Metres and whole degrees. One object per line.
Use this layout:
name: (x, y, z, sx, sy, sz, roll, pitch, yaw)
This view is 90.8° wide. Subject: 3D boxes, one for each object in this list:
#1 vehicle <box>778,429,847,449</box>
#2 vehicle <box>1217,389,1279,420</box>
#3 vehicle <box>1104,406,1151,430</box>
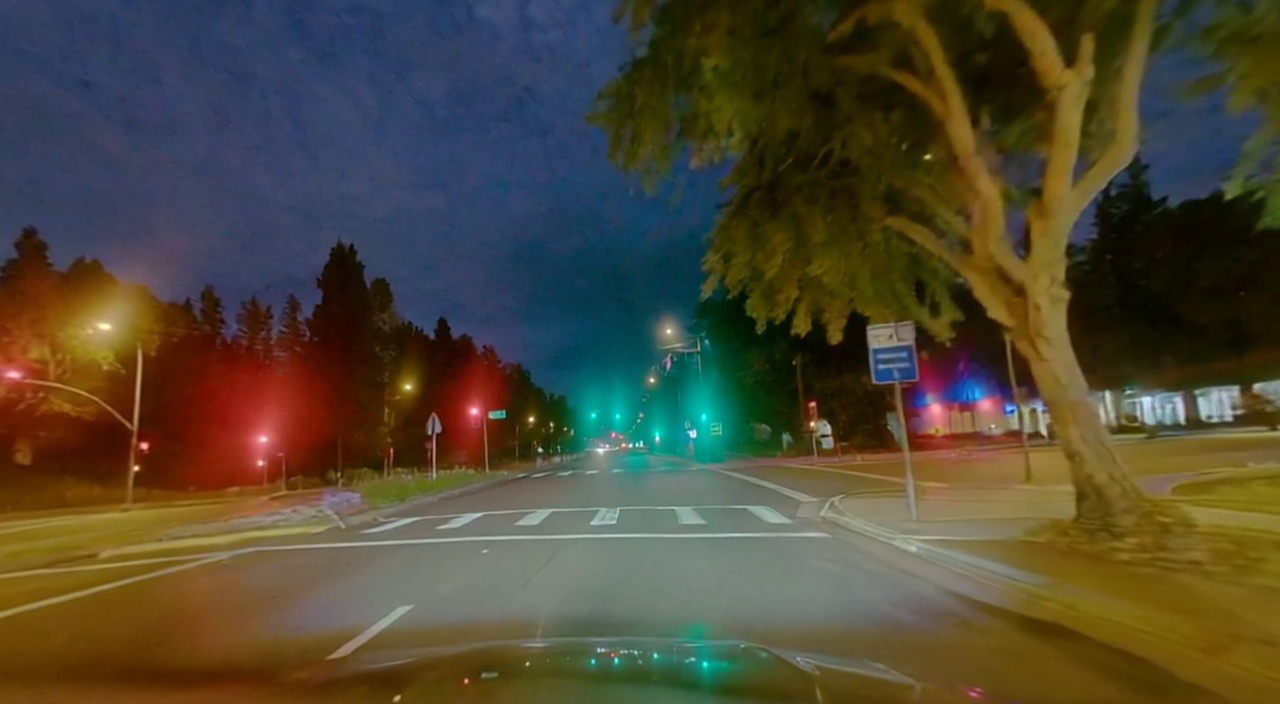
vehicle: (13.606, 6.905, 49.868, 4.803, 1.510, 1.927, -6, -10, 33)
vehicle: (43.540, 3.779, 45.336, 2.215, 1.897, 5.594, -10, -9, 34)
vehicle: (35.299, 4.810, 45.854, 1.954, 1.540, 3.963, -5, -10, 27)
